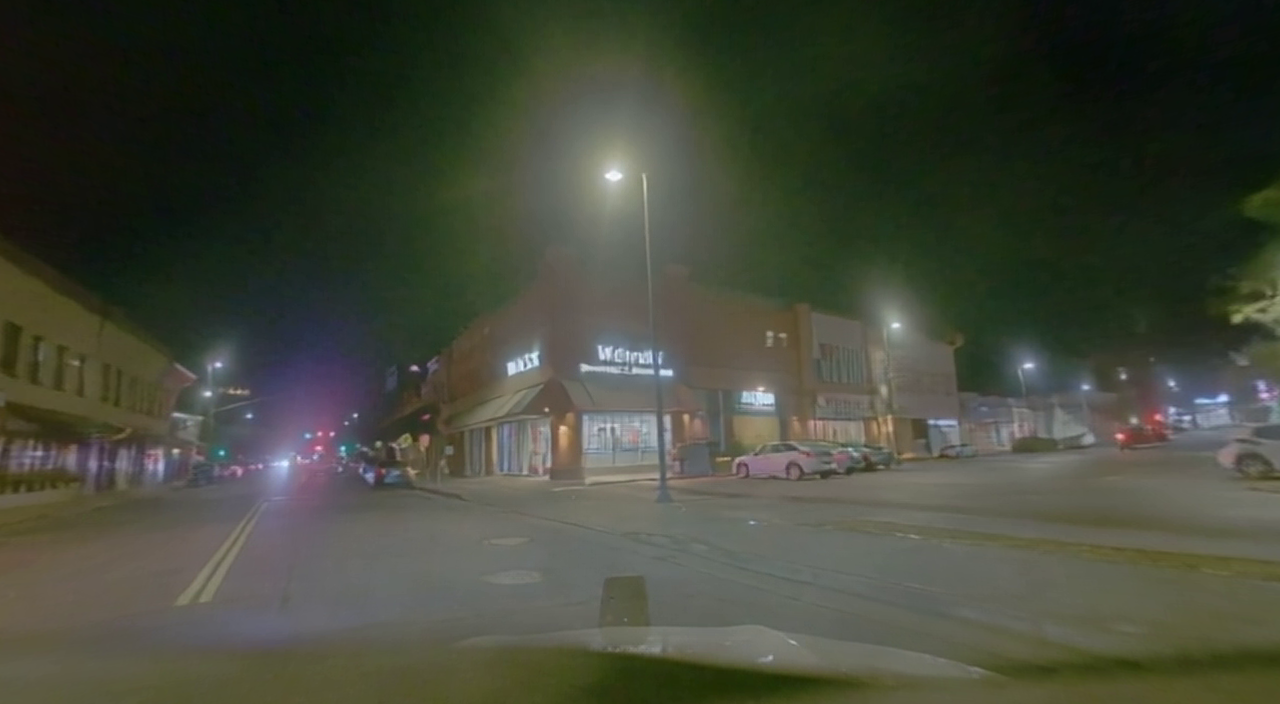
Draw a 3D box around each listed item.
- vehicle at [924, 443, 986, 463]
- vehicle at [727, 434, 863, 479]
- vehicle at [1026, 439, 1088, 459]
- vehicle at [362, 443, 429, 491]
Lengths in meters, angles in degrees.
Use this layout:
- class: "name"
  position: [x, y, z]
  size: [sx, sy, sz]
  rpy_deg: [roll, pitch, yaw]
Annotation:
- class: "vehicle"
  position: [22.590, 7.286, 45.308]
  size: [1.557, 1.372, 3.538]
  rpy_deg: [5, -11, -34]
- class: "vehicle"
  position: [6.017, 4.069, 24.827]
  size: [4.814, 1.618, 1.869]
  rpy_deg: [-6, -10, 36]
- class: "vehicle"
  position: [32.501, 7.586, 49.256]
  size: [1.866, 1.486, 4.145]
  rpy_deg: [0, -8, -4]
- class: "vehicle"
  position: [-11.491, 5.257, 29.425]
  size: [2.150, 2.013, 4.748]
  rpy_deg: [5, -10, -29]
